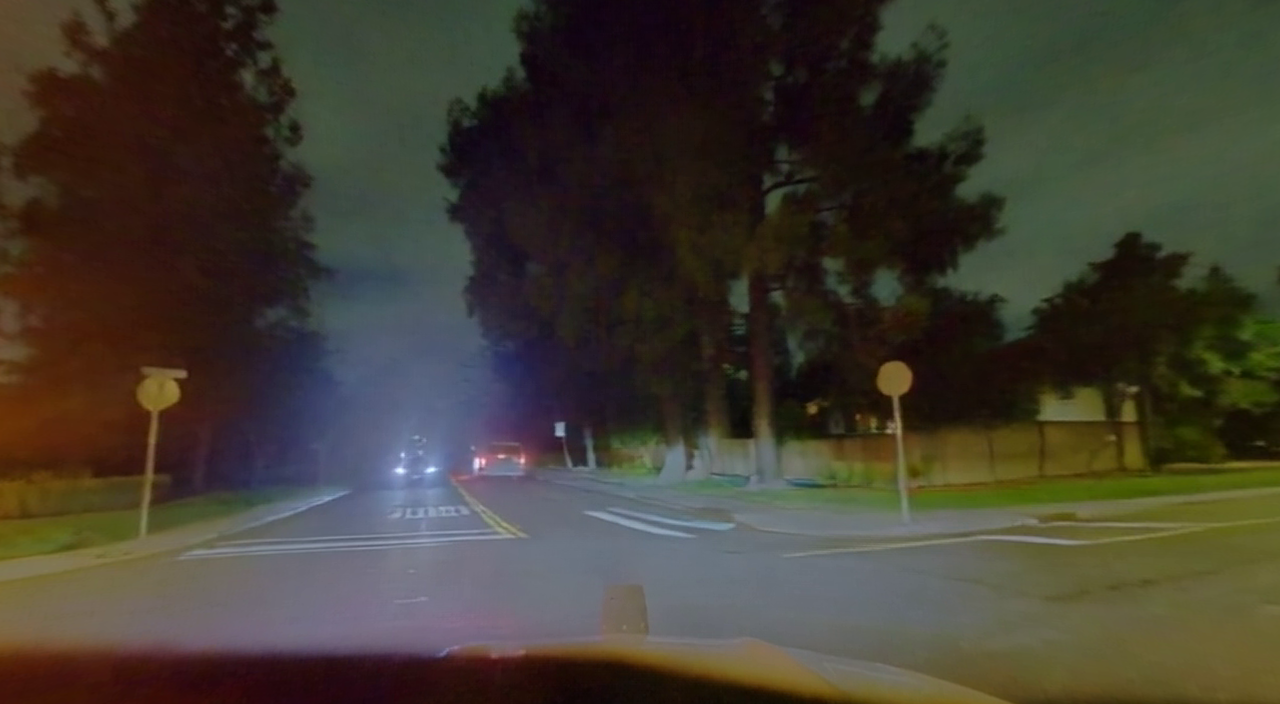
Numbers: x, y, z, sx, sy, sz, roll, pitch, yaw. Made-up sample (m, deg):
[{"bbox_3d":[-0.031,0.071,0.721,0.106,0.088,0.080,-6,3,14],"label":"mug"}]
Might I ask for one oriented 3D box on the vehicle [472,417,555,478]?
[{"bbox_3d":[-7.235,5.265,35.465,2.718,3.089,6.380,4,-8,-28],"label":"vehicle"}]
